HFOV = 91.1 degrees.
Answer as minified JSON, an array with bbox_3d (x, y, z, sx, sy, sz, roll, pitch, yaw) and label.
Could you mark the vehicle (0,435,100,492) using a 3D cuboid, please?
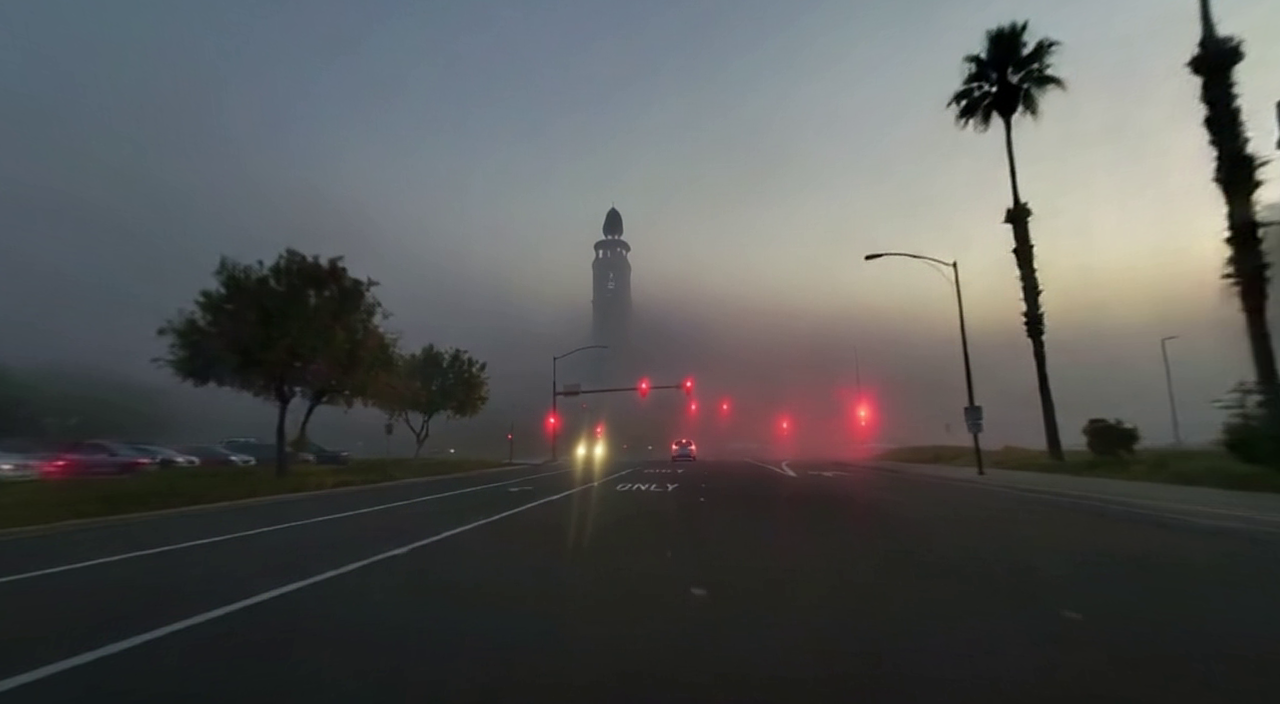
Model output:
[{"bbox_3d":[-22.128,3.862,21.979,4.486,1.801,2.250,-1,-6,3],"label":"vehicle"}]
